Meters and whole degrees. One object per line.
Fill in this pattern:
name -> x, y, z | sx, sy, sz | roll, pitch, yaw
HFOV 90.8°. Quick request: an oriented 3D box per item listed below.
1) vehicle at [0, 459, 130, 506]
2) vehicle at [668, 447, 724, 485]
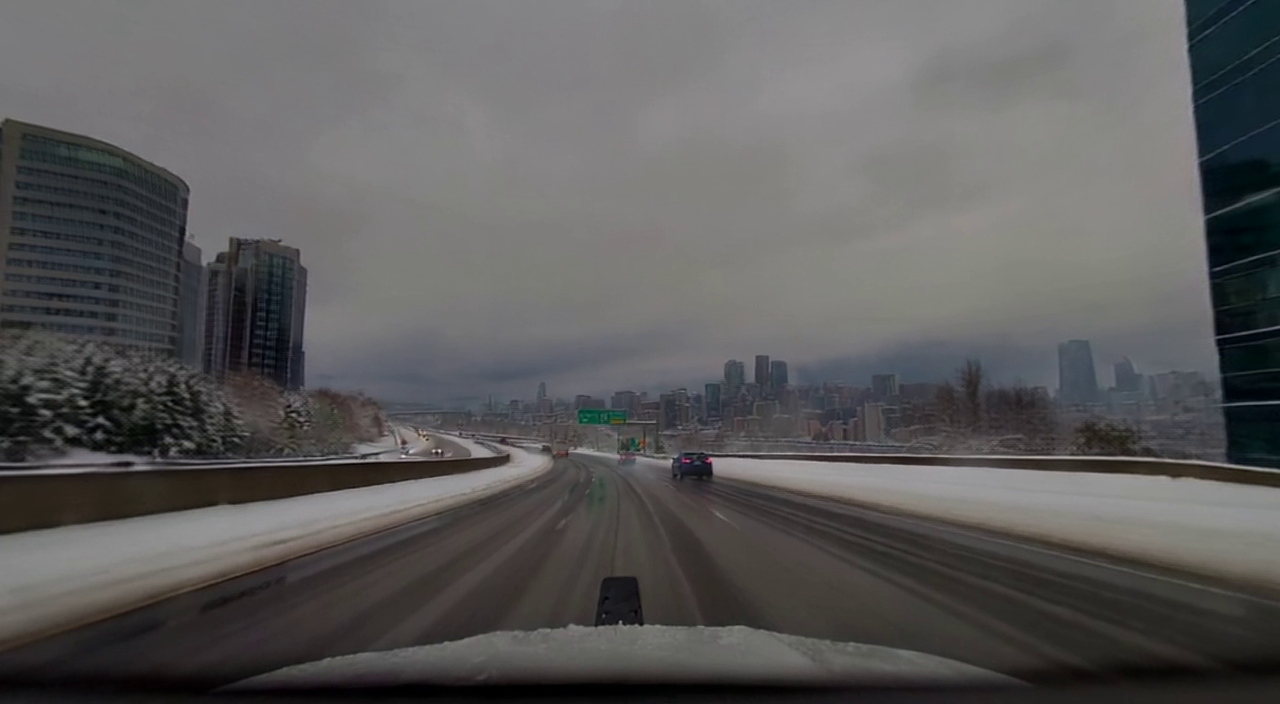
vehicle -> -21.423, 4.676, 23.029 | 1.884, 1.486, 4.579 | 0, -9, -1
vehicle -> 2.773, 5.771, 32.350 | 2.110, 1.780, 4.682 | 0, -9, -4
